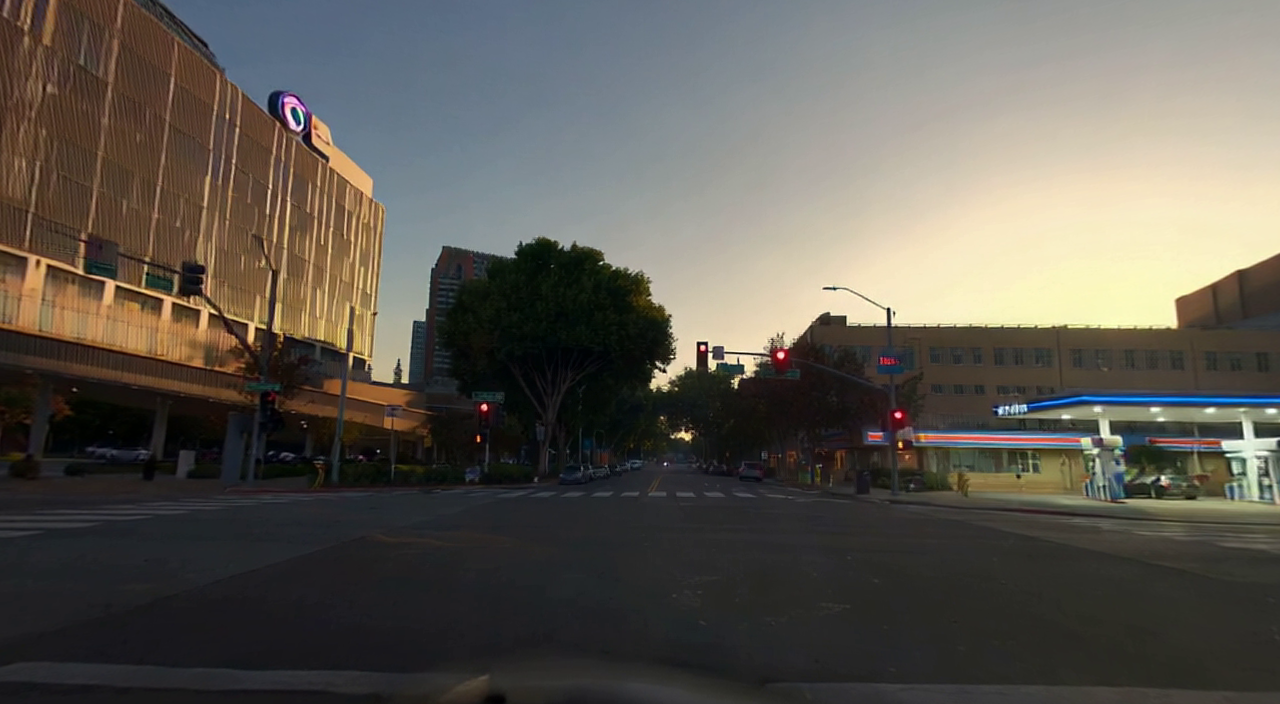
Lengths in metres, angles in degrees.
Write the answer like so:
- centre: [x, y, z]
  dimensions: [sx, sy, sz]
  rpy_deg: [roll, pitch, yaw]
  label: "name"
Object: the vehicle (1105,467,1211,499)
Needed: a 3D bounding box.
- centre: [28.026, 7.065, 34.305]
  dimensions: [1.897, 1.466, 4.211]
  rpy_deg: [1, -8, -6]
  label: "vehicle"
